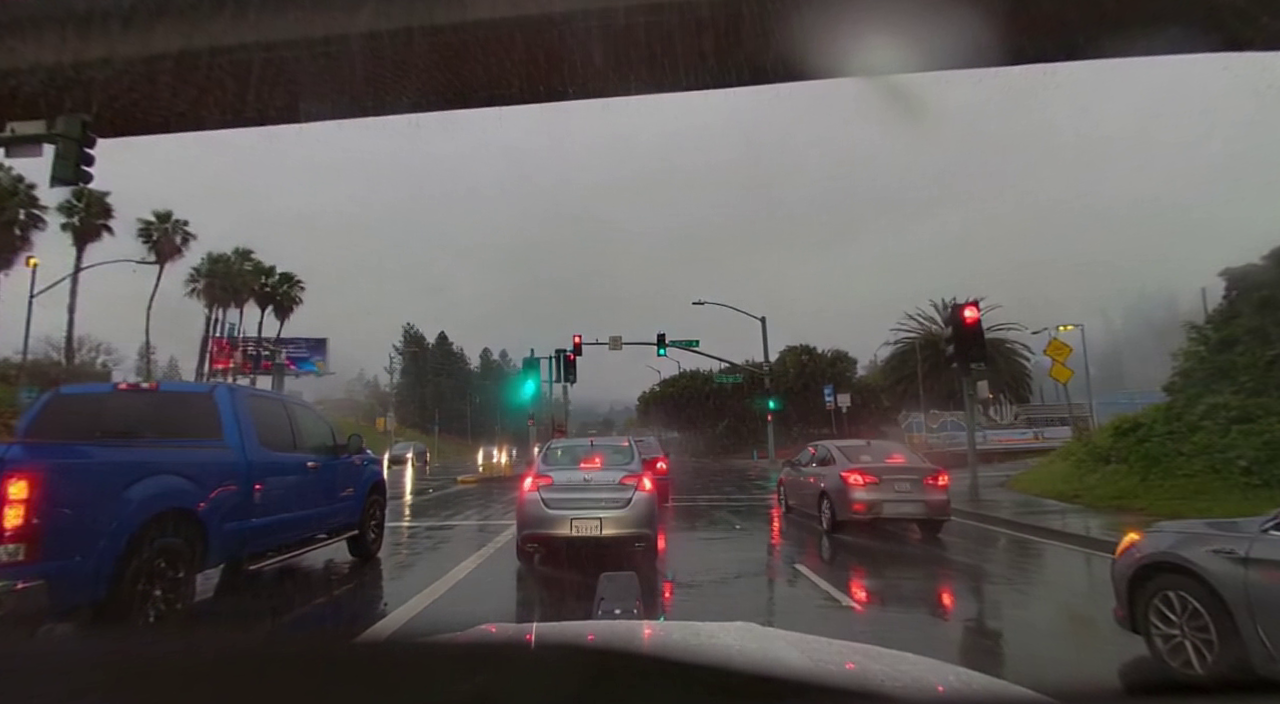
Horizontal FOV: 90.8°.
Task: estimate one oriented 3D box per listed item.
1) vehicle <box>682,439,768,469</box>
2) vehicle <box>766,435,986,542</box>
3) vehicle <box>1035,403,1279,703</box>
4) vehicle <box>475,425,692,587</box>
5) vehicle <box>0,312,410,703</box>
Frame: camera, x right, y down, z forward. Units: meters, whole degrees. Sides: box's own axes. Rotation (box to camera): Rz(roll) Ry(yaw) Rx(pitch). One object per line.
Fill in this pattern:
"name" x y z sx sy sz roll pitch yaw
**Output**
"vehicle" 4.203 5.139 31.977 1.878 1.428 4.416 5 -10 -32
"vehicle" 3.696 2.214 10.964 1.965 1.448 4.486 0 -9 -2
"vehicle" 3.890 0.891 2.203 2.052 1.496 4.541 0 -9 -1
"vehicle" -0.630 1.754 8.056 2.035 1.491 4.090 0 -9 -3
"vehicle" -3.833 1.096 4.947 2.078 1.838 5.448 0 -9 -1
